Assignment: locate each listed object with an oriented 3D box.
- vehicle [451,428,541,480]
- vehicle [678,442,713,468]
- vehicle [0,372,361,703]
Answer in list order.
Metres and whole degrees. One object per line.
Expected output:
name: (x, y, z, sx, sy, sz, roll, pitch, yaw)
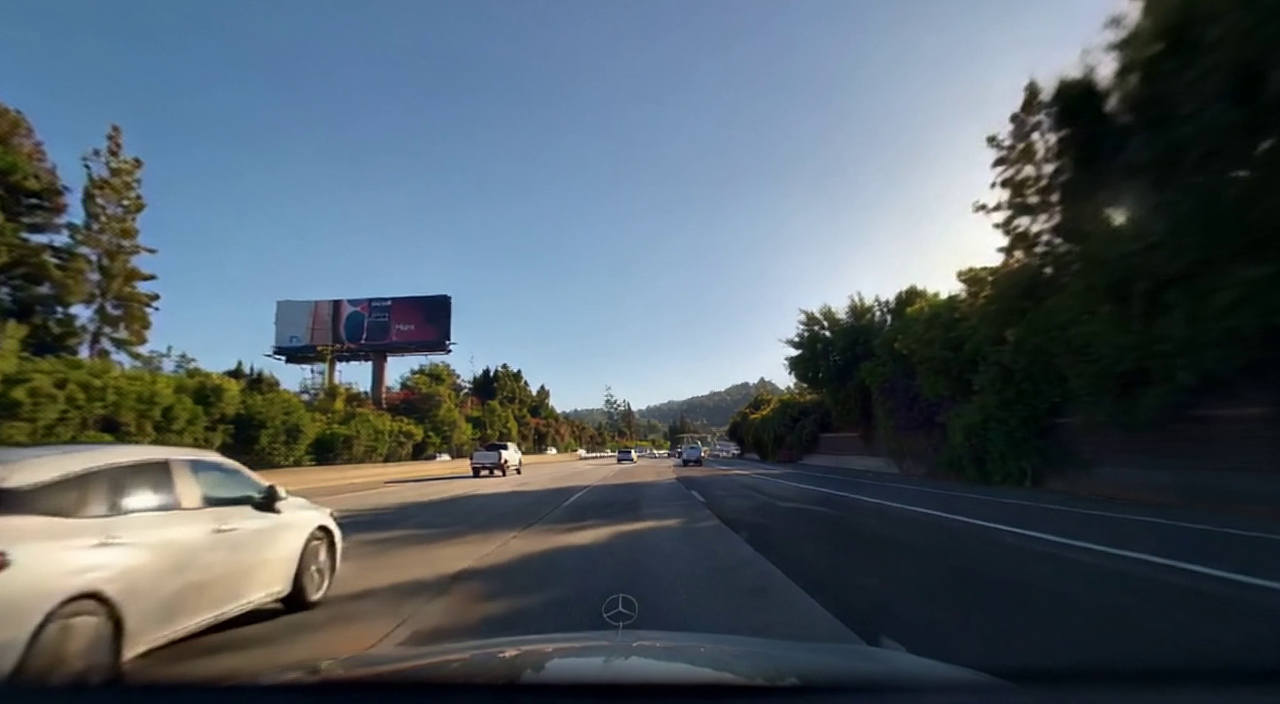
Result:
vehicle: (-6.167, 4.487, 27.982, 2.383, 2.048, 5.875, 0, -9, 2)
vehicle: (4.031, 7.567, 46.675, 2.211, 1.814, 4.404, 0, -9, 0)
vehicle: (-3.200, 0.870, 2.432, 2.192, 1.482, 4.454, 0, -9, 0)
